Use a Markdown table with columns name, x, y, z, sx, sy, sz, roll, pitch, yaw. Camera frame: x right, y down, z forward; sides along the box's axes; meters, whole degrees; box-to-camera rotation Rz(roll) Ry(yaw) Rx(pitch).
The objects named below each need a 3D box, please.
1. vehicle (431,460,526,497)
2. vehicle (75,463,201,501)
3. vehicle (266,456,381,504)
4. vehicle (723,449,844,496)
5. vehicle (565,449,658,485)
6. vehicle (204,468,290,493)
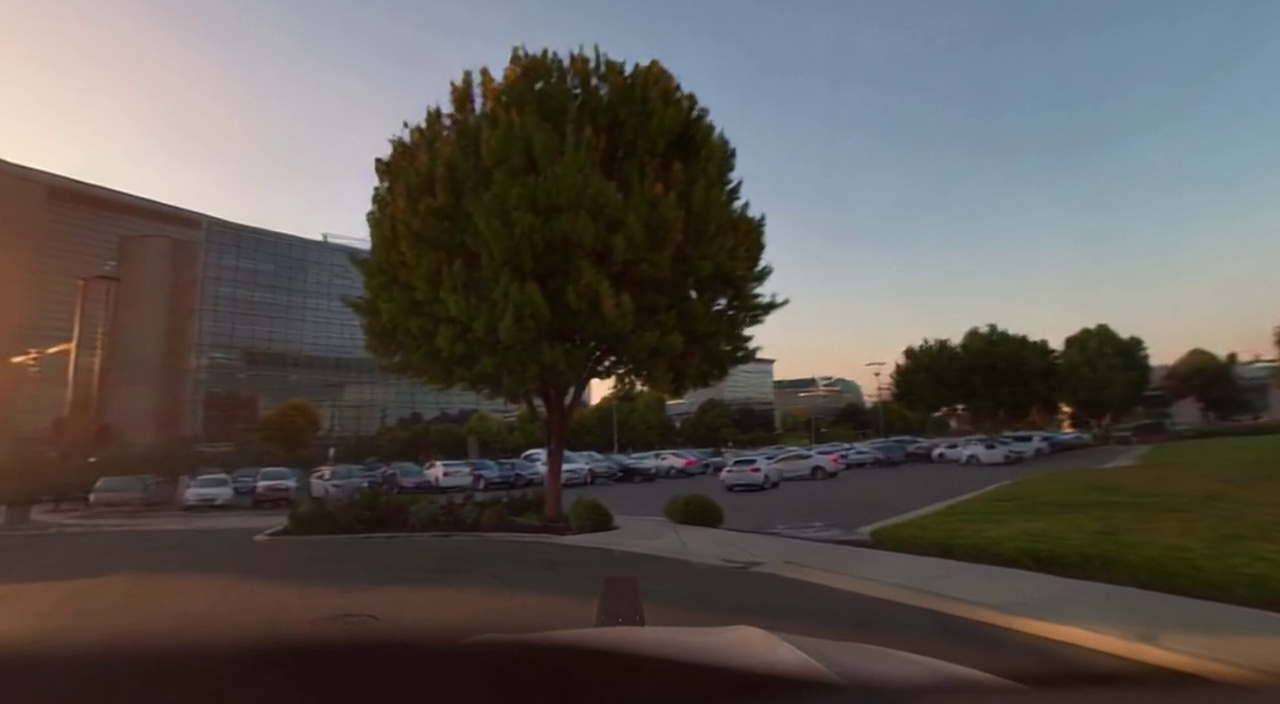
| name | x | y | z | sx | sy | sz | roll | pitch | yaw |
| --- | --- | --- | --- | --- | --- | --- | --- | --- | --- |
| vehicle | -7.810 | 6.103 | 30.339 | 4.622 | 1.479 | 1.849 | -11 | -14 | 34 |
| vehicle | -28.888 | 7.473 | 36.526 | 2.086 | 1.939 | 5.176 | -11 | -14 | 35 |
| vehicle | -12.240 | 4.958 | 24.299 | 4.934 | 1.543 | 1.915 | -12 | -14 | 37 |
| vehicle | 6.291 | 5.382 | 28.078 | 4.755 | 1.707 | 1.889 | -12 | -14 | 35 |
| vehicle | -1.778 | 7.022 | 38.317 | 5.285 | 1.837 | 2.318 | -10 | -14 | 33 |
| vehicle | -27.528 | 9.014 | 44.411 | 1.727 | 1.466 | 4.721 | -11 | -14 | 34 |
